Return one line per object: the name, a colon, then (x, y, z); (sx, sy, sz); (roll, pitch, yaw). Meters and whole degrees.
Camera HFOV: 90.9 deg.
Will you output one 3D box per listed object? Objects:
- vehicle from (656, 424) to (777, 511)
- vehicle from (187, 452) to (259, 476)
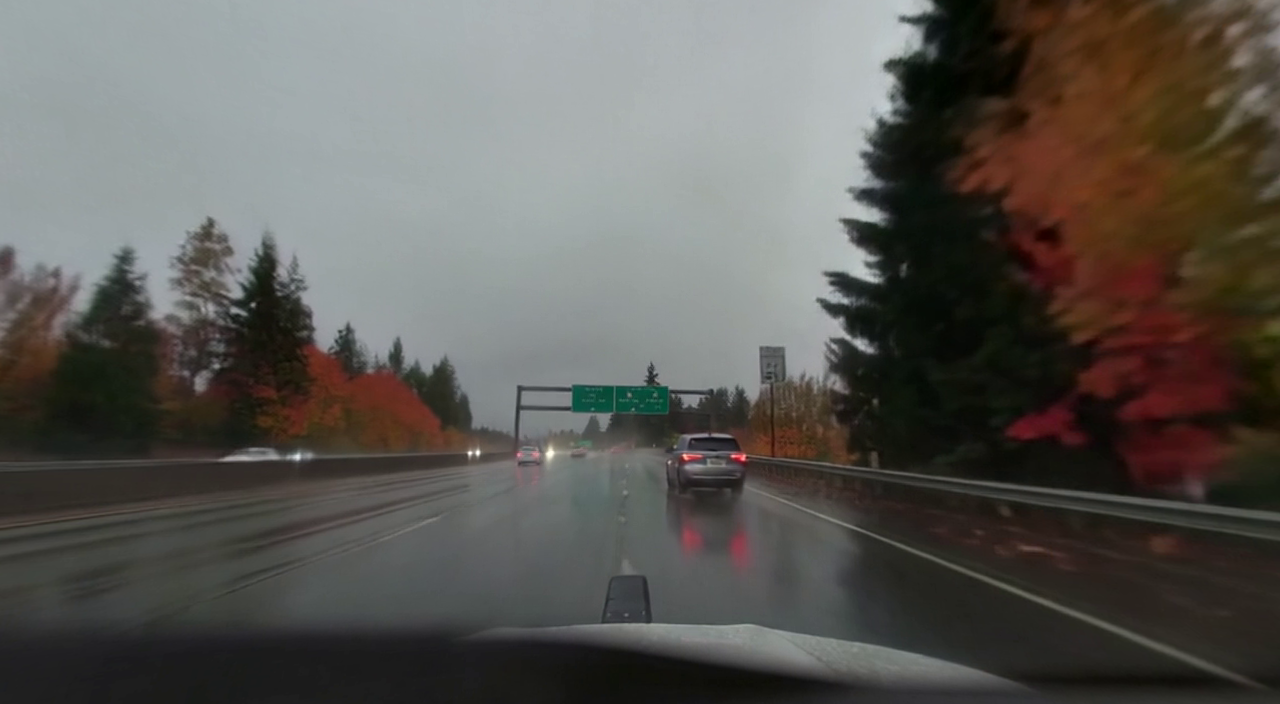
vehicle: (1.581, 2.614, 14.724); (2.120, 1.706, 4.226); (1, -8, -2)
vehicle: (-27.466, 7.358, 41.668); (1.772, 1.455, 4.383); (0, -8, -1)
